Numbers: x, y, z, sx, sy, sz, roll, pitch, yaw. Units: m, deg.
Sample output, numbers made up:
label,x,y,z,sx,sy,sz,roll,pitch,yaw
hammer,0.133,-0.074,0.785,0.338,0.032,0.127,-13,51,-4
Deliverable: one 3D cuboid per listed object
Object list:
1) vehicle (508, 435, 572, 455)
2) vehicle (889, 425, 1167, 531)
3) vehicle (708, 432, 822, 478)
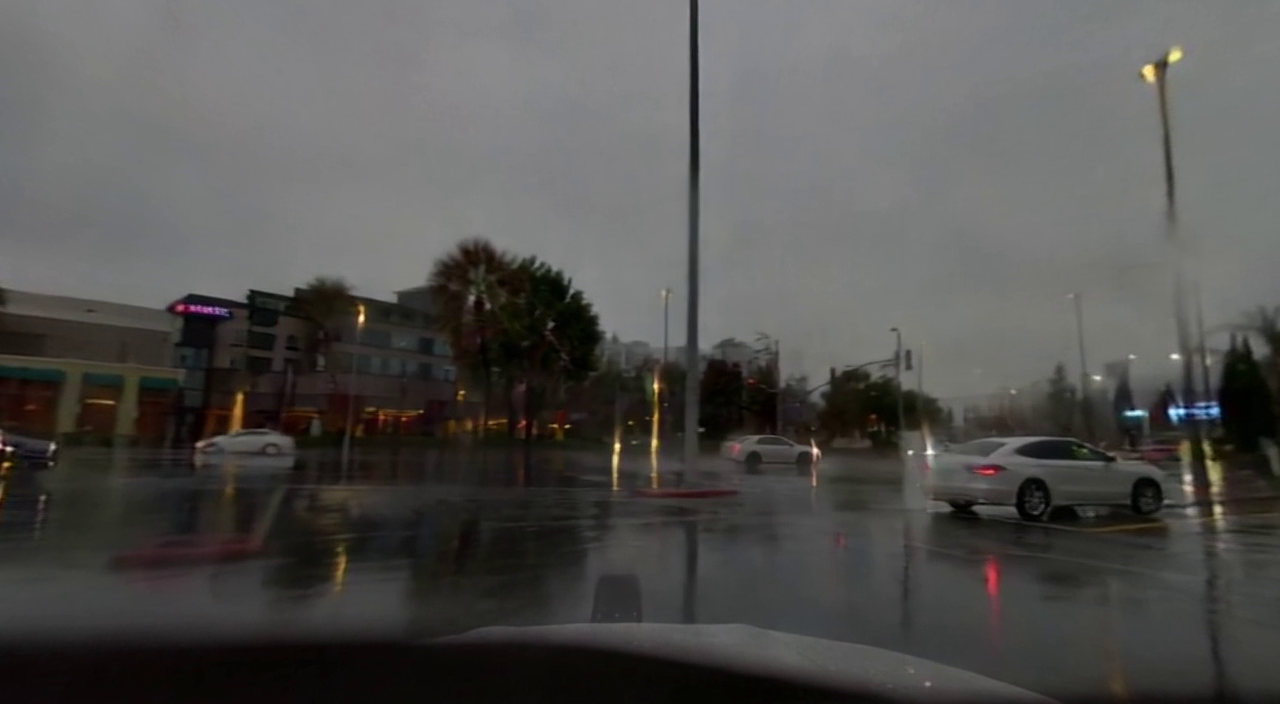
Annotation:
label,x,y,z,sx,sy,sz,roll,pitch,yaw
vehicle,-7.498,6.996,47.402,4.411,1.391,1.837,5,-9,-27
vehicle,7.021,2.251,11.927,1.870,1.611,3.978,5,-9,-28
vehicle,5.185,4.269,26.290,4.211,1.756,2.158,5,-9,-28
